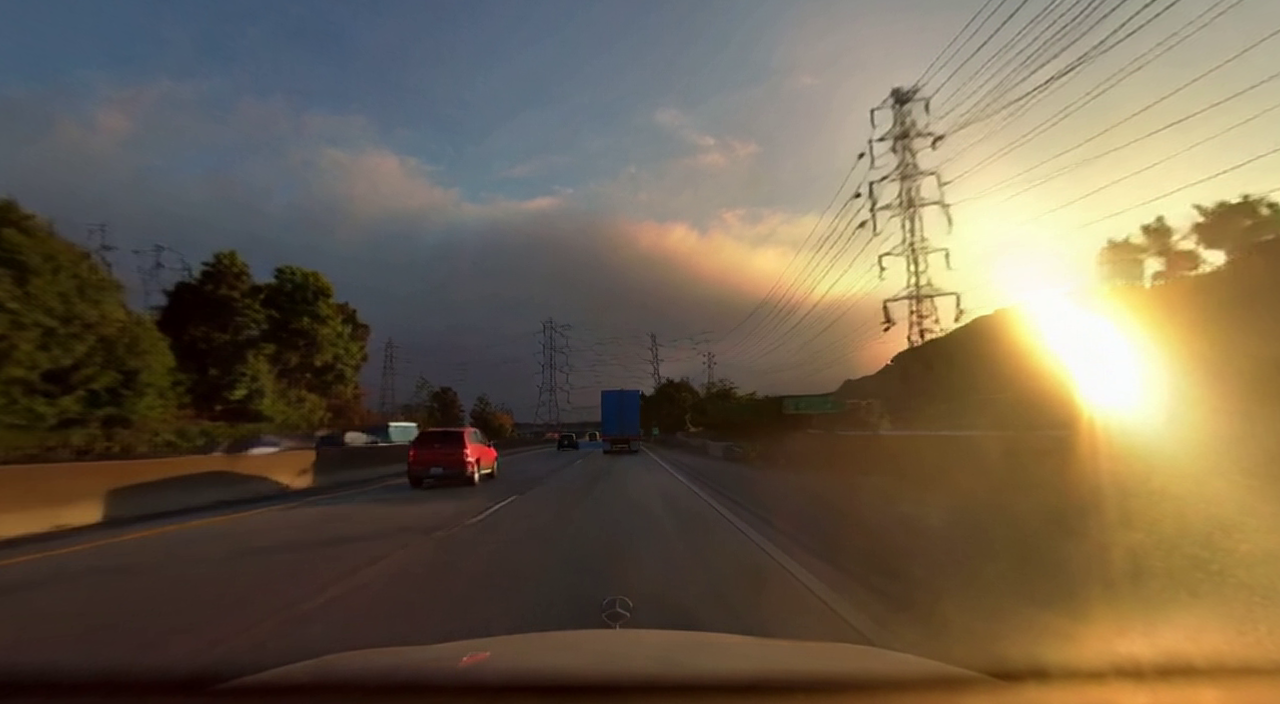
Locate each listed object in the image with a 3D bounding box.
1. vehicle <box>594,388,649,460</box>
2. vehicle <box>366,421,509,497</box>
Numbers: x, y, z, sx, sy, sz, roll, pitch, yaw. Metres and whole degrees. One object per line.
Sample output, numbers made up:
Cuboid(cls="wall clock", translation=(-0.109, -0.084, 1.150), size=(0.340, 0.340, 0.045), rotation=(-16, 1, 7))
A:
Cuboid(cls="vehicle", translation=(-1.122, 4.524, 38.865), size=(2.955, 3.851, 9.915), rotation=(0, -8, -2))
Cuboid(cls="vehicle", translation=(-4.803, 2.589, 15.751), size=(2.117, 1.618, 4.480), rotation=(0, -8, -1))
